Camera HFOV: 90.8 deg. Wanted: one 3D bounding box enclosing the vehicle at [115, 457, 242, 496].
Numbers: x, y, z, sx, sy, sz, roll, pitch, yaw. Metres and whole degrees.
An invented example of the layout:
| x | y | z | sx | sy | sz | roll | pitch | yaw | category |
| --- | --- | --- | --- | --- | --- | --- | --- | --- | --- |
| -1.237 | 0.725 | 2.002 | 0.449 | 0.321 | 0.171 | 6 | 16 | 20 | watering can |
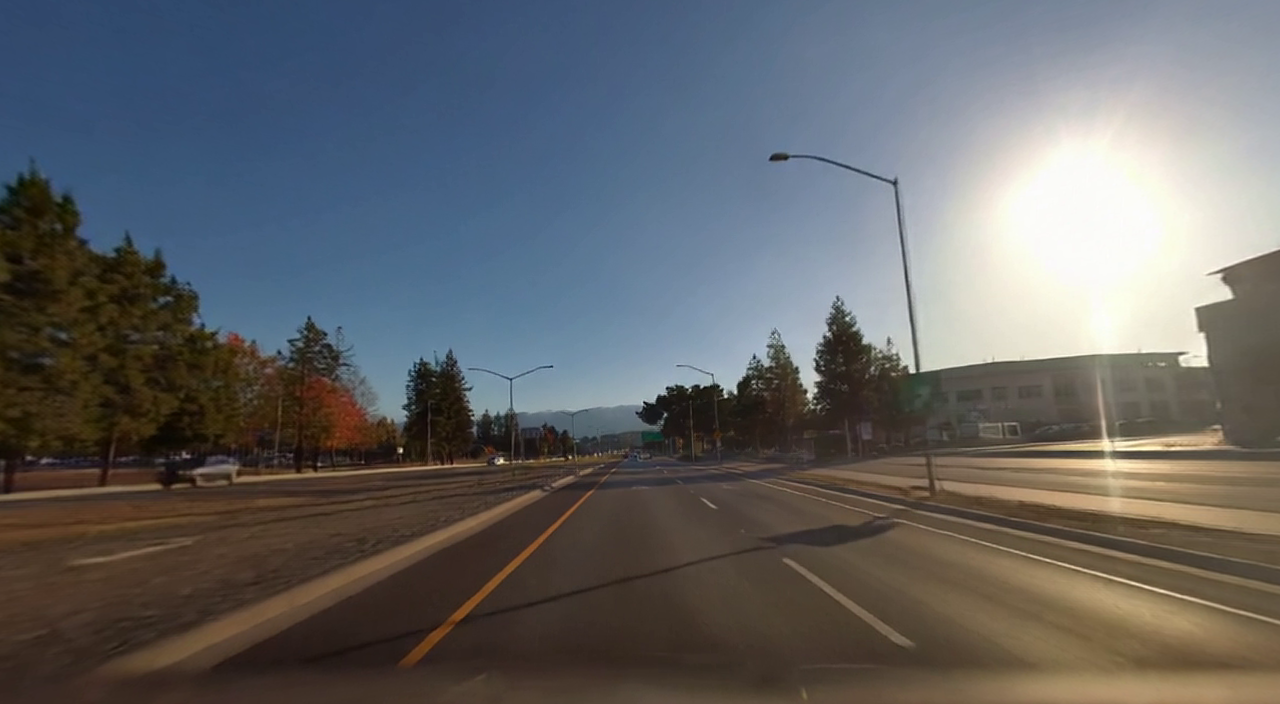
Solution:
| x | y | z | sx | sy | sz | roll | pitch | yaw | category |
| --- | --- | --- | --- | --- | --- | --- | --- | --- | --- |
| -19.155 | 5.170 | 26.541 | 1.790 | 1.453 | 4.618 | 0 | -10 | 0 | vehicle |
